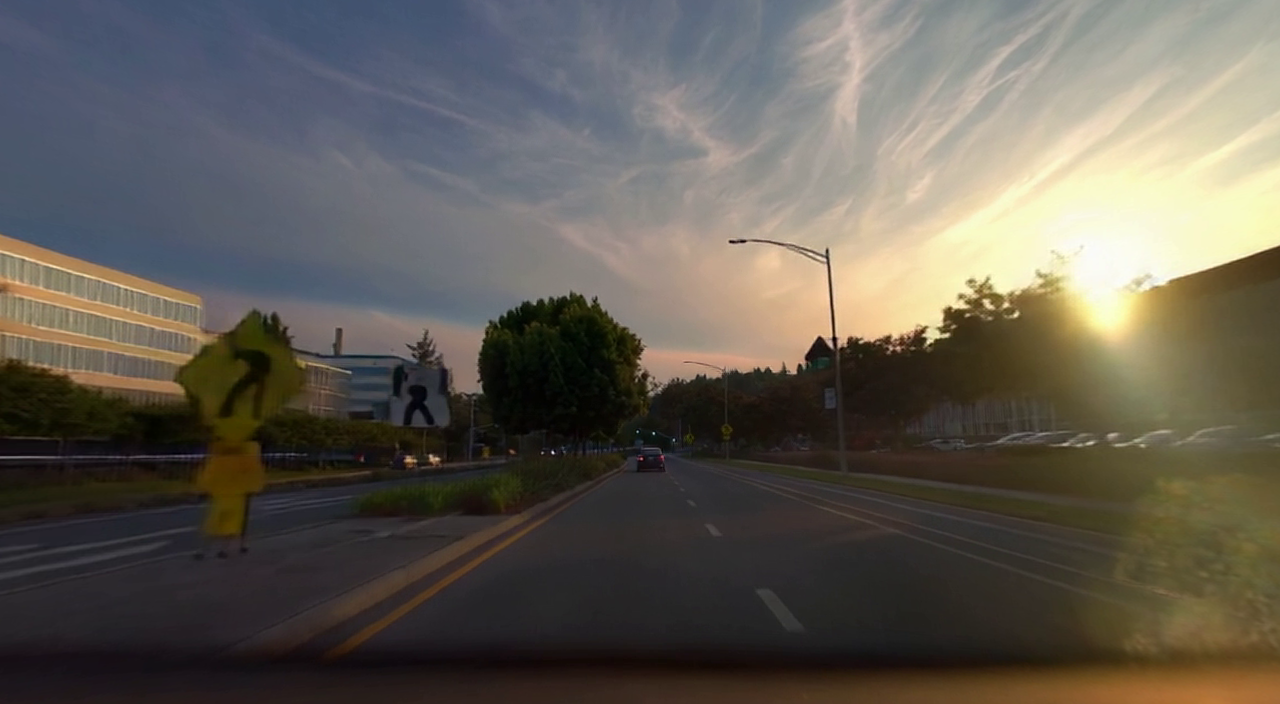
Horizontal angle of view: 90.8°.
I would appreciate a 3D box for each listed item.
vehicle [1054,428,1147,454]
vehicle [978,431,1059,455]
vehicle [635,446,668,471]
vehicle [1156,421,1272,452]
[{"bbox_3d":[27.767,5.427,38.268,1.847,1.451,4.470,1,-9,-8],"label":"vehicle"},{"bbox_3d":[26.807,6.510,45.021,2.143,1.623,5.235,0,-9,-5],"label":"vehicle"},{"bbox_3d":[0.715,7.243,43.314,2.158,1.600,3.865,0,-9,-1],"label":"vehicle"},{"bbox_3d":[28.918,4.336,32.017,1.791,1.448,4.027,0,-9,-6],"label":"vehicle"}]
